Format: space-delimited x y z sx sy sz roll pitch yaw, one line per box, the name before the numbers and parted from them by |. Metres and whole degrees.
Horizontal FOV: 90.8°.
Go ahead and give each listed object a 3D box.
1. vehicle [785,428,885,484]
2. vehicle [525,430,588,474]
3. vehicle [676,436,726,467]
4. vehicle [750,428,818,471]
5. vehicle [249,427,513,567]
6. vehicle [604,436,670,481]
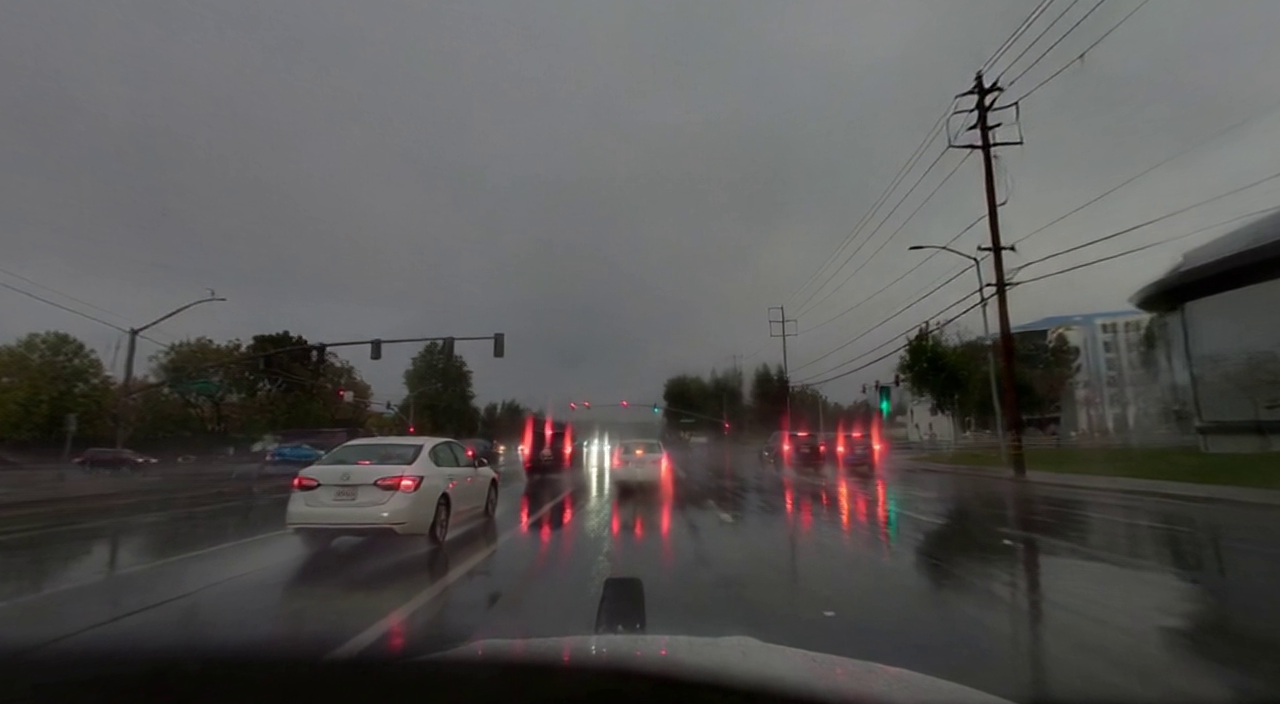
vehicle | 6.459 3.496 21.470 1.945 1.706 4.190 0 -8 -2
vehicle | -3.417 4.195 26.646 2.033 1.714 4.278 0 -8 0
vehicle | 3.094 5.158 32.910 1.987 1.515 4.521 0 -8 -2
vehicle | 7.226 4.974 32.426 2.156 1.982 5.358 0 -8 -1
vehicle | -3.191 1.864 8.909 1.837 1.463 4.311 0 -8 1
vehicle | -0.130 3.686 22.160 2.098 1.431 3.958 0 -8 -1
